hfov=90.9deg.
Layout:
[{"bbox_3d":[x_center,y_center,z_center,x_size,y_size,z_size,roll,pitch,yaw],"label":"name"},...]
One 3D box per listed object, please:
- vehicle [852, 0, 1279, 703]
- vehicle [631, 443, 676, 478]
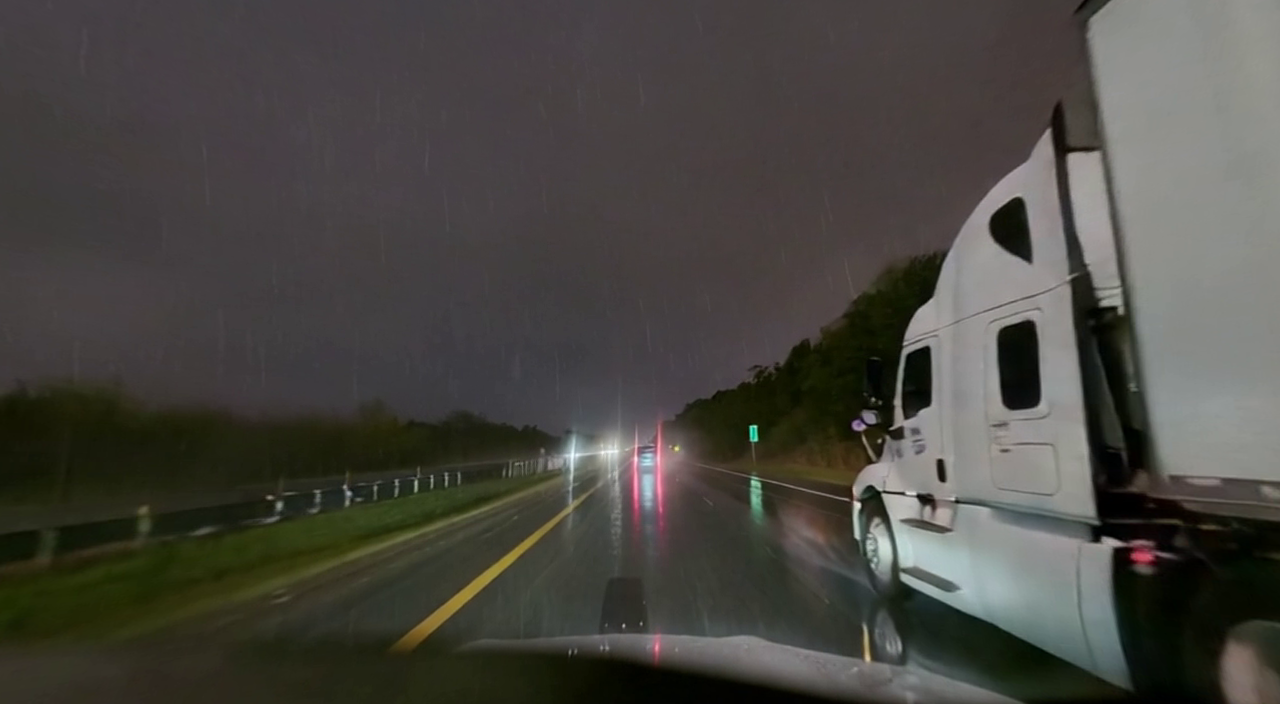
[{"bbox_3d":[3.706,-0.136,2.034,3.032,3.821,8.547,0,-8,0],"label":"vehicle"},{"bbox_3d":[0.631,5.099,29.882,1.968,1.515,4.025,-1,-8,0],"label":"vehicle"}]
